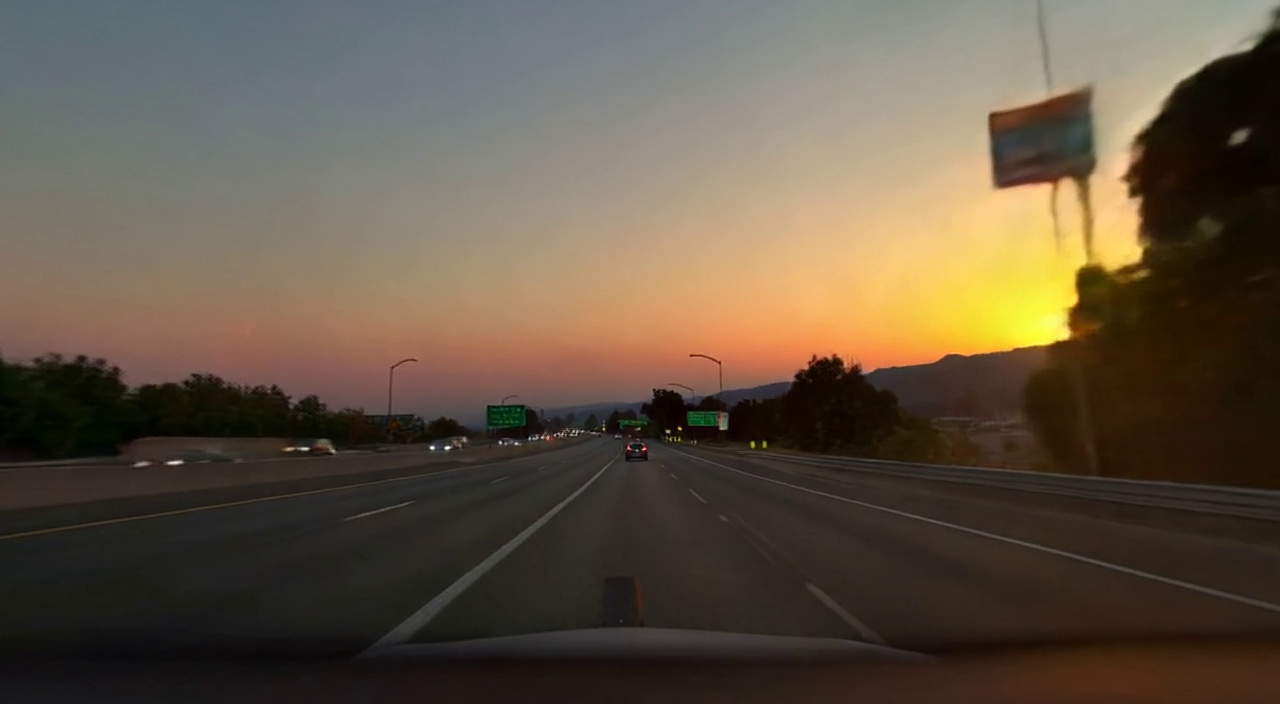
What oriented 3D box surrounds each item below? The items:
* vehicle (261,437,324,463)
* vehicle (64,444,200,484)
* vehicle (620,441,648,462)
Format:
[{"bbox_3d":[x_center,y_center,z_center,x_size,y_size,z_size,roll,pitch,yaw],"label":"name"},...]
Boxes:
[{"bbox_3d":[-25.534,7.216,46.584,2.017,1.804,4.556,0,-9,0],"label":"vehicle"},{"bbox_3d":[-21.354,4.717,26.869,1.955,1.518,4.625,0,-9,-1],"label":"vehicle"},{"bbox_3d":[-0.465,7.517,47.759,2.025,1.460,4.189,0,-9,-1],"label":"vehicle"}]
